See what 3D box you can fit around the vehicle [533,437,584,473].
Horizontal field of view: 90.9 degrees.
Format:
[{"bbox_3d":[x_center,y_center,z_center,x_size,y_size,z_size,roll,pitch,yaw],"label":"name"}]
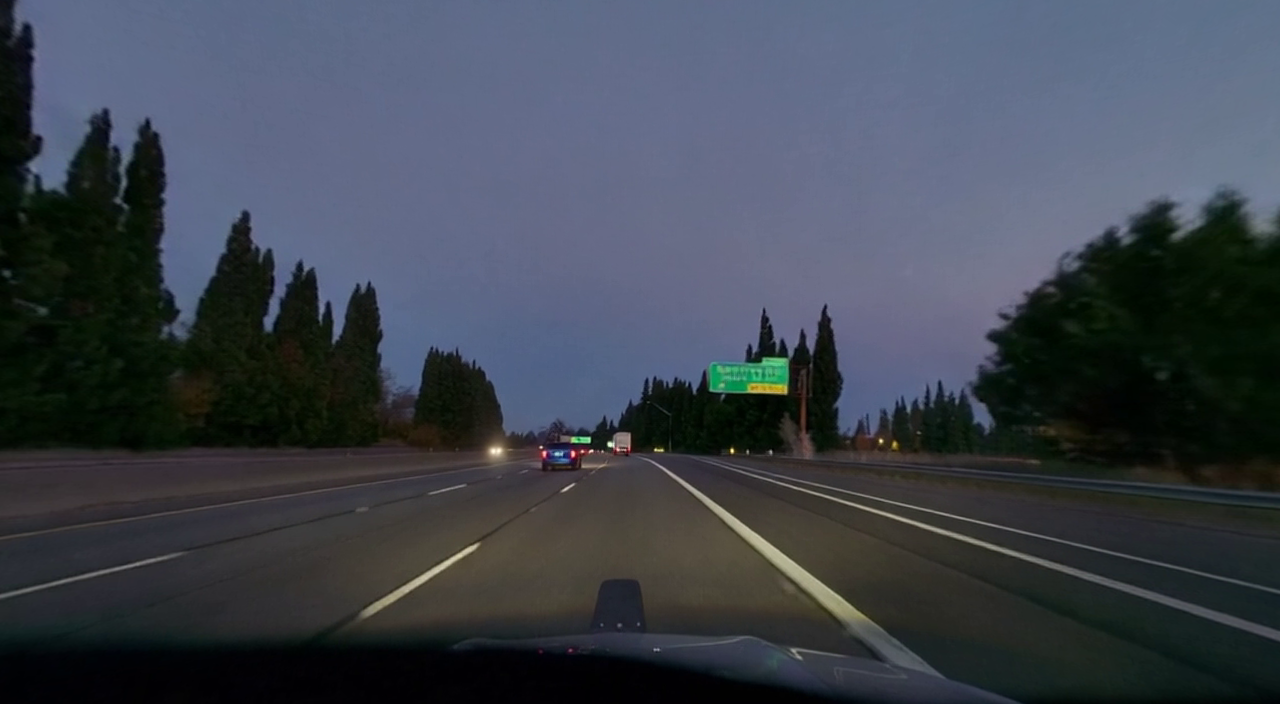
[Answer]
[{"bbox_3d":[-4.242,5.407,33.440,2.162,1.724,4.537,0,-8,-1],"label":"vehicle"}]
